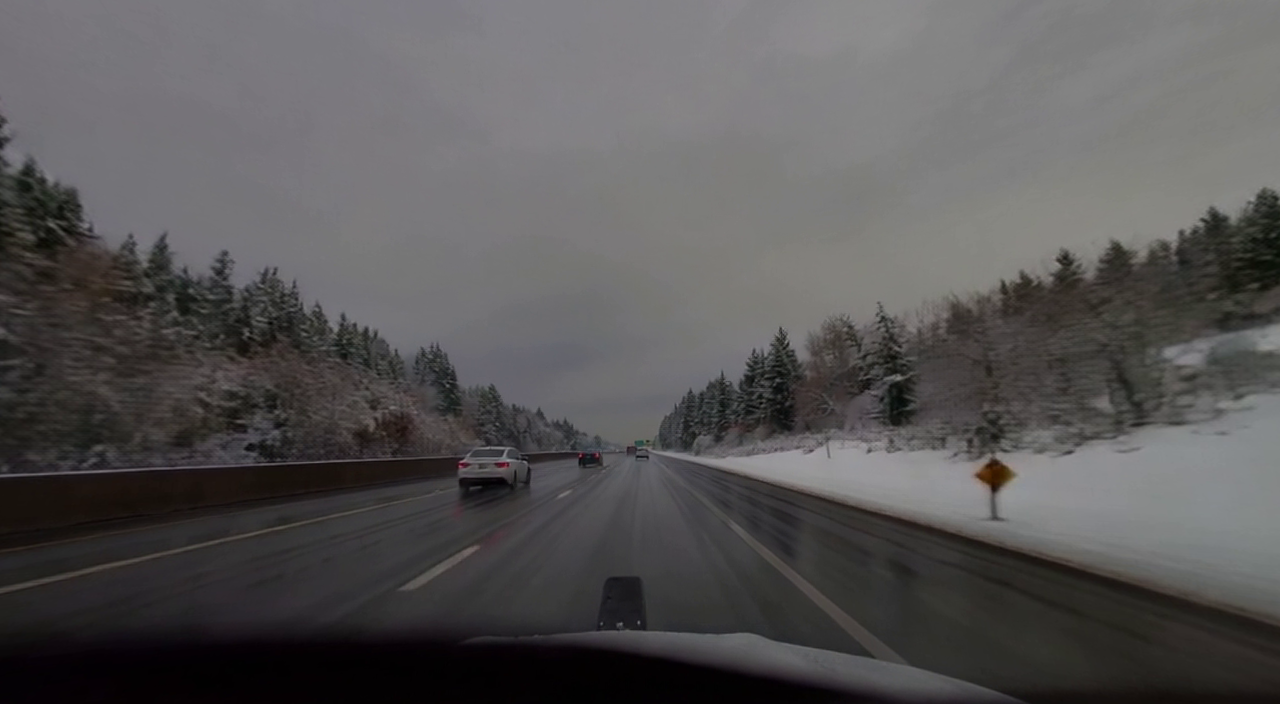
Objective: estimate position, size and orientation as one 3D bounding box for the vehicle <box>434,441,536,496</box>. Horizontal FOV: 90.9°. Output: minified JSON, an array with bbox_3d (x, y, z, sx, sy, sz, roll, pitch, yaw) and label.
[{"bbox_3d":[-4.671,3.590,19.739,1.975,1.501,4.603,0,-9,1],"label":"vehicle"}]

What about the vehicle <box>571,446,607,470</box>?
[{"bbox_3d":[-3.347,7.029,41.997,2.005,1.474,3.921,0,-9,1],"label":"vehicle"}]
